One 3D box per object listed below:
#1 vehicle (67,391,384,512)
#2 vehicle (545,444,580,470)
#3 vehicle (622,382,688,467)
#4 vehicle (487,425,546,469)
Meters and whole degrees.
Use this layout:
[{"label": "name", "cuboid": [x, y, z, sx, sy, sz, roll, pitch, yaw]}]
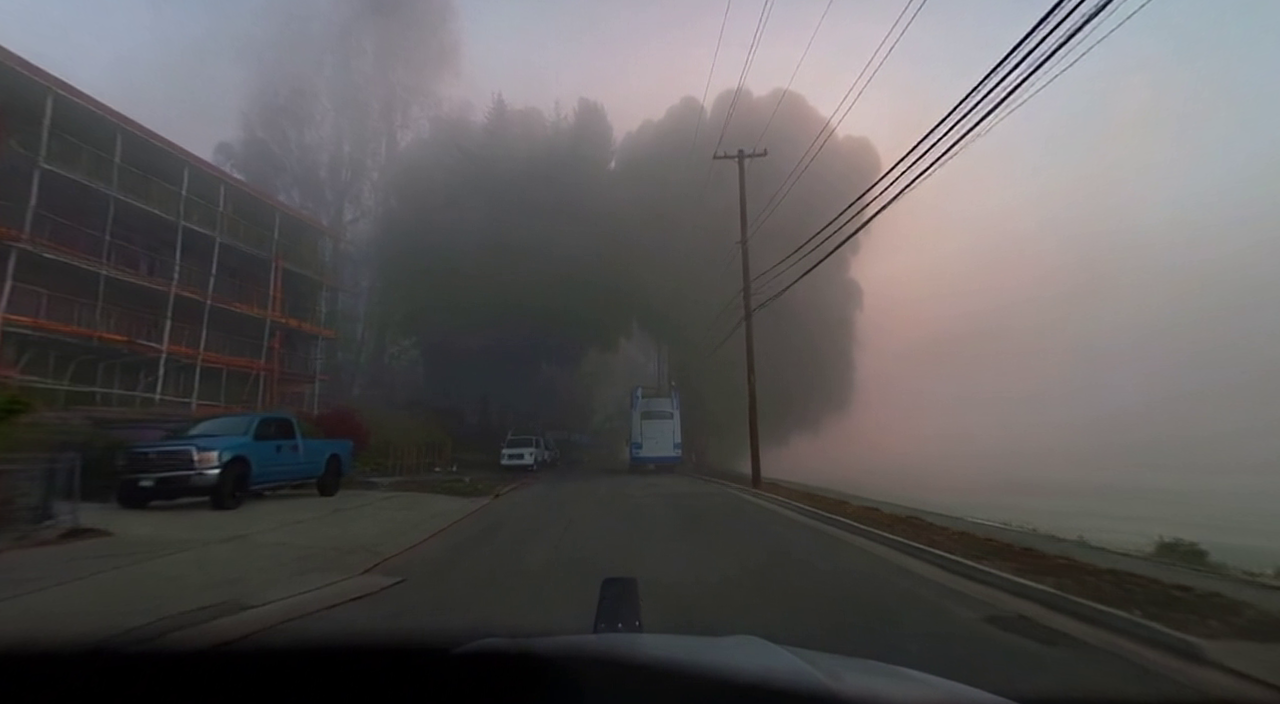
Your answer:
[{"label": "vehicle", "cuboid": [-7.777, 1.994, 12.874, 2.238, 1.895, 5.648, -1, -8, 5]}, {"label": "vehicle", "cuboid": [-6.066, 8.231, 49.747, 2.257, 1.916, 5.089, 0, -8, -2]}, {"label": "vehicle", "cuboid": [0.658, 4.104, 33.928, 2.915, 3.793, 9.963, 2, -9, 0]}, {"label": "vehicle", "cuboid": [-6.382, 4.887, 32.994, 2.171, 1.910, 4.789, -1, -4, 0]}]
